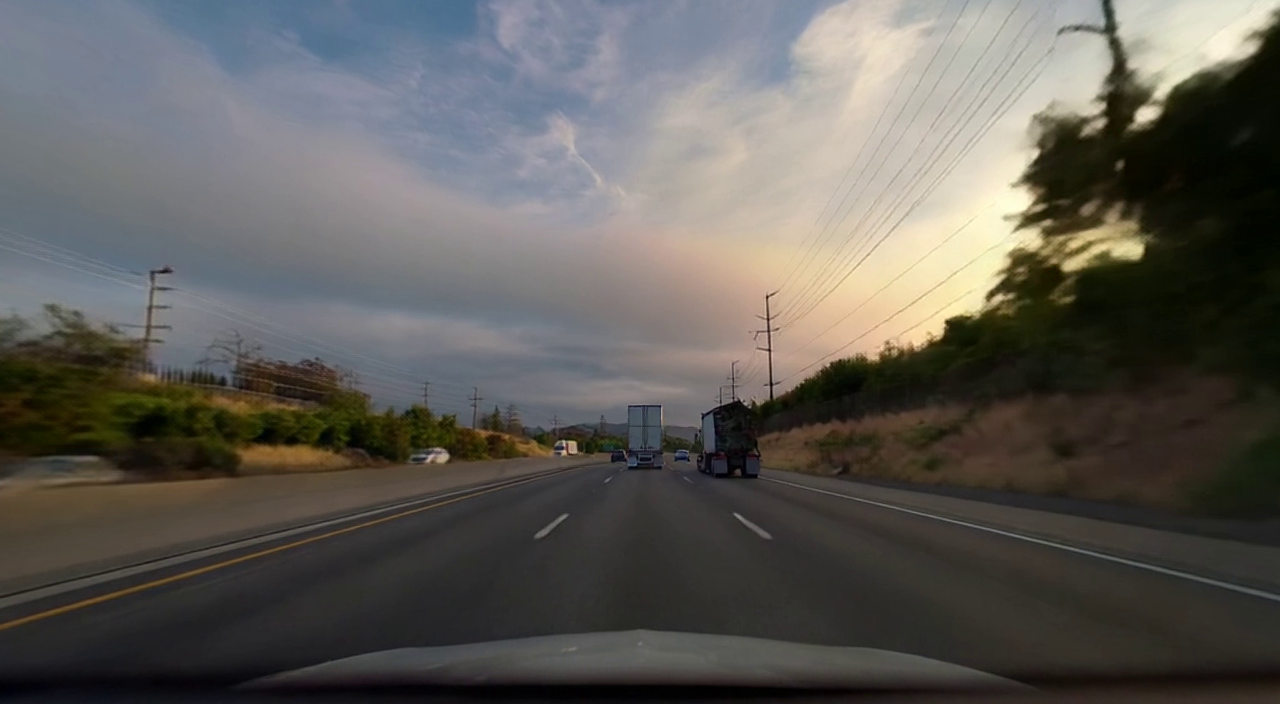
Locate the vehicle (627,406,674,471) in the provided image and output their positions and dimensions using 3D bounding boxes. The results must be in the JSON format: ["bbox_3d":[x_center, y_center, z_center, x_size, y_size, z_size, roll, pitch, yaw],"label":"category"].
[{"bbox_3d":[0.667,6.572,46.767,2.997,4.076,13.224,0,-9,0],"label":"vehicle"}]

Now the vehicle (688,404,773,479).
[{"bbox_3d":[4.421,4.766,32.979,2.938,3.378,8.820,0,-9,-1],"label":"vehicle"}]
